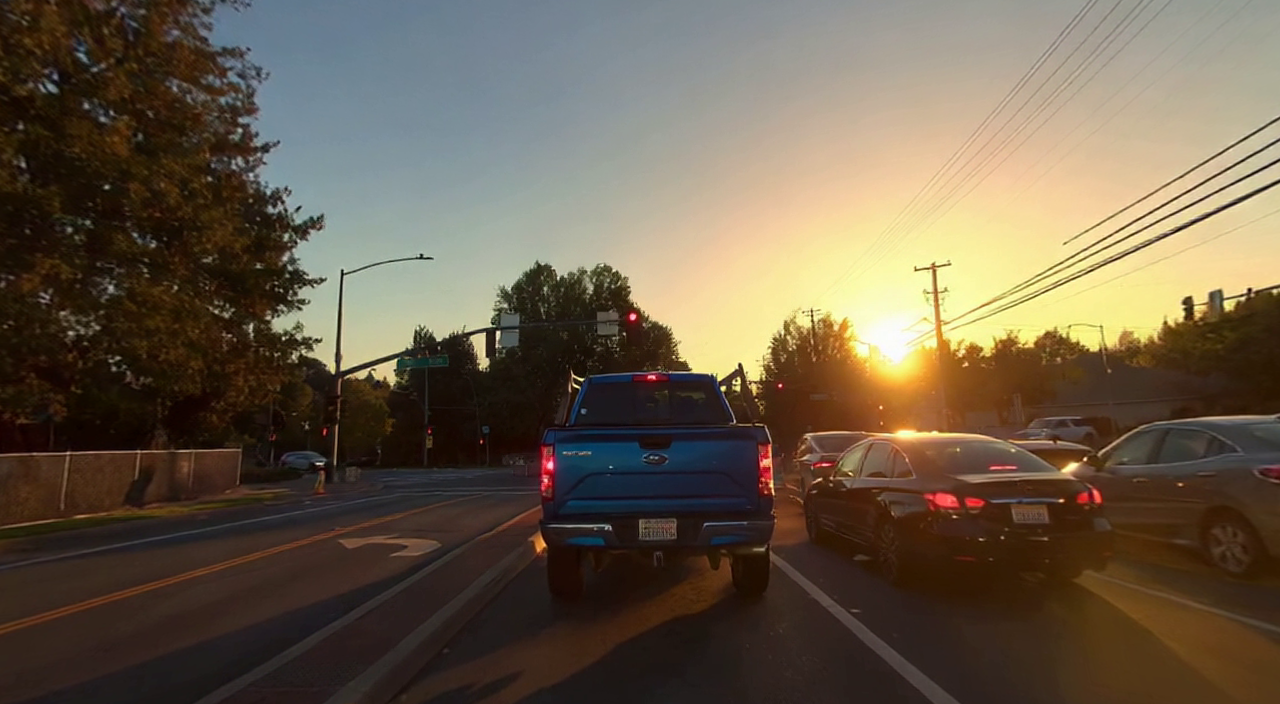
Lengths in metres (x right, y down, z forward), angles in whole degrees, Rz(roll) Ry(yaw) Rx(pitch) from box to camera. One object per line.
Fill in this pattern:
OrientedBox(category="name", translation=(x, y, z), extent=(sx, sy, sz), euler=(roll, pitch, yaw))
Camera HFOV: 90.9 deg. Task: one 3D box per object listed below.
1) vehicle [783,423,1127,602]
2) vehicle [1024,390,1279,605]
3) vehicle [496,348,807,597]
OrientedBox(category="vehicle", translation=(3.123, 1.657, 7.418), extent=(1.993, 1.495, 4.060), euler=(0, -8, 1))
OrientedBox(category="vehicle", translation=(6.175, 1.349, 6.249), extent=(1.982, 1.727, 4.352), euler=(0, -8, 0))
OrientedBox(category="vehicle", translation=(0.149, 1.542, 8.944), extent=(2.831, 2.284, 6.149), euler=(0, -8, 1))
